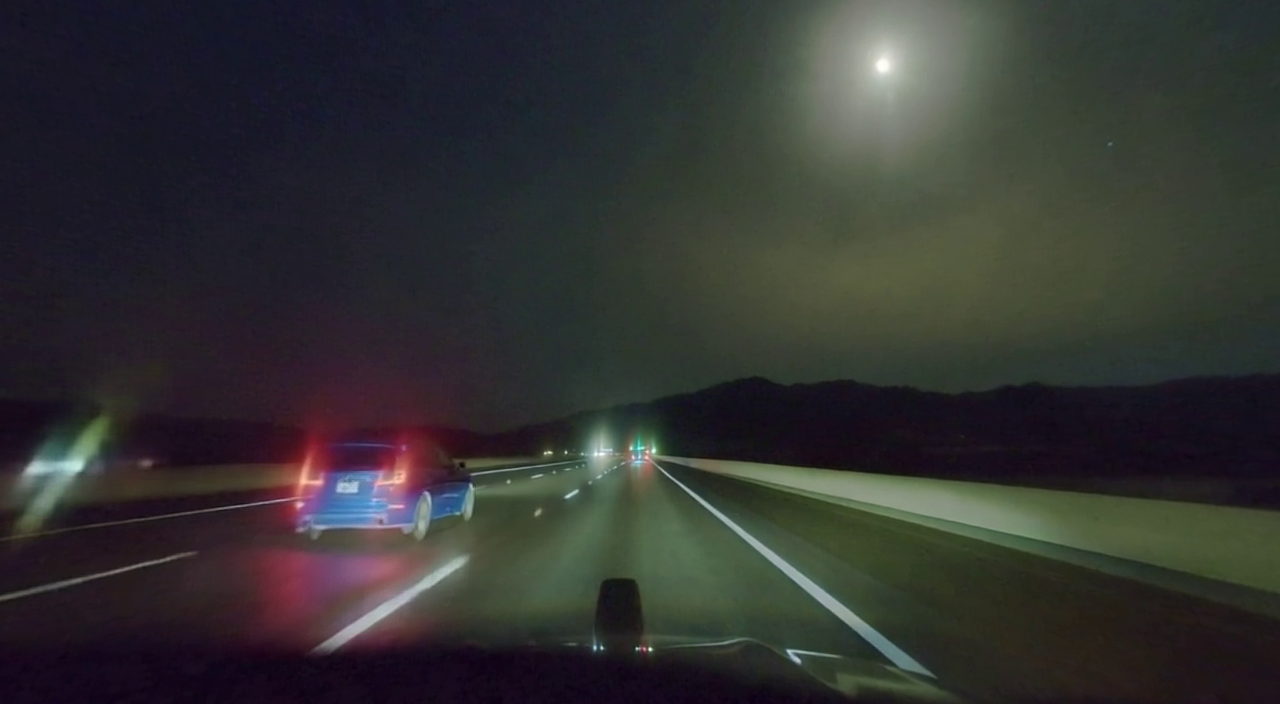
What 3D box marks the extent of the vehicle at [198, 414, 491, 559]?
[{"bbox_3d":[-4.216,2.028,10.284,2.272,1.759,5.058,0,-9,0],"label":"vehicle"}]
